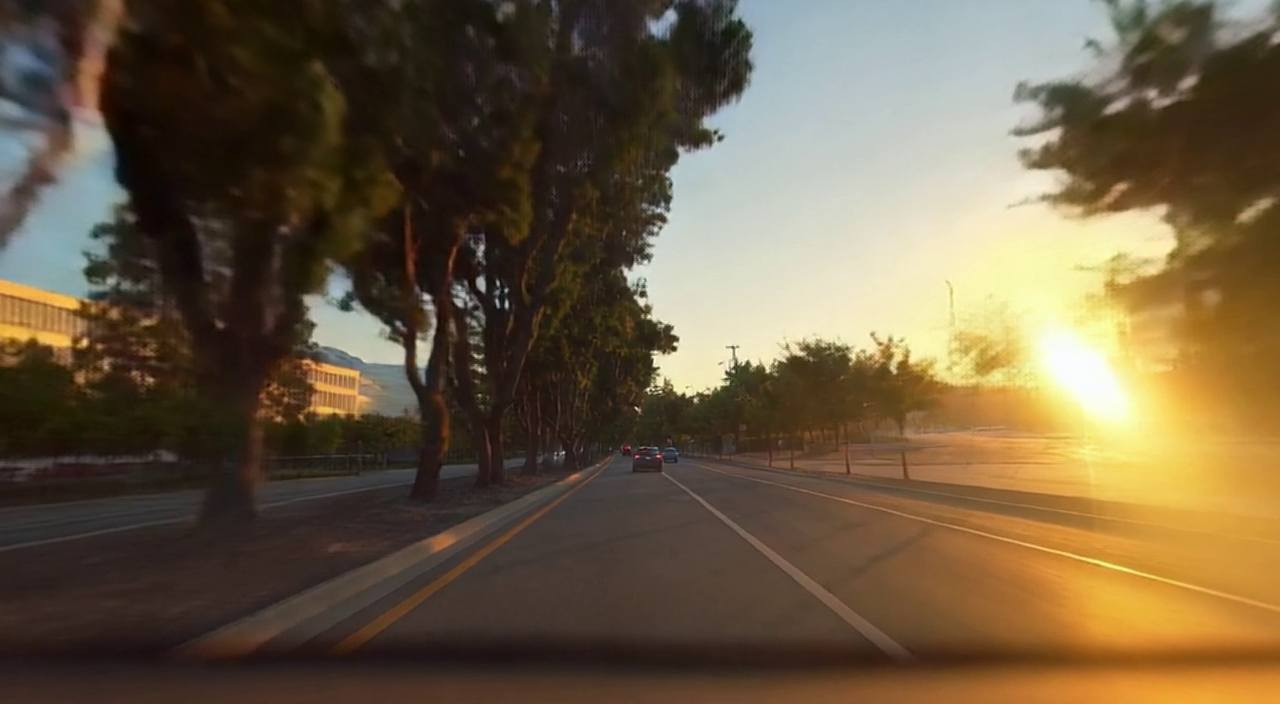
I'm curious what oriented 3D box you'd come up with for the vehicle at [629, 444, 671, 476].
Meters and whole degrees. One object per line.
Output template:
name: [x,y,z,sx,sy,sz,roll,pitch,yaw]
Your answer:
vehicle: [0.454,5.698,33.644,2.048,1.584,4.393,0,-9,-2]
